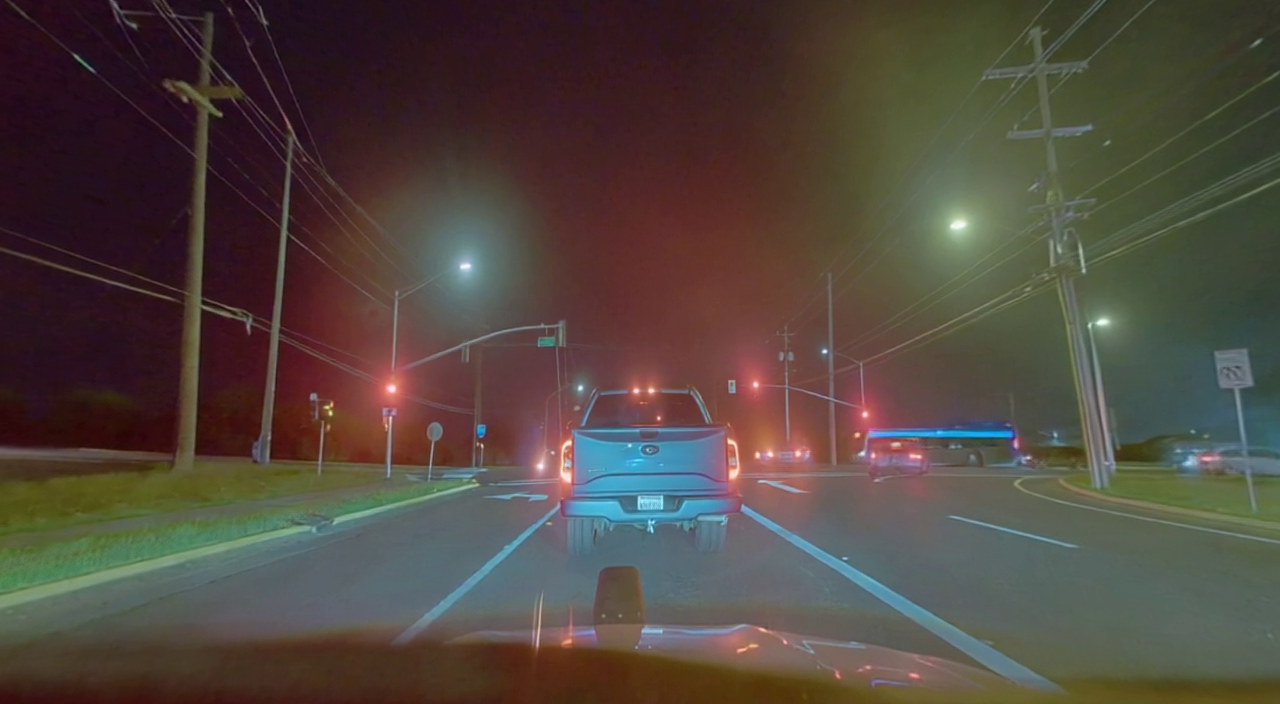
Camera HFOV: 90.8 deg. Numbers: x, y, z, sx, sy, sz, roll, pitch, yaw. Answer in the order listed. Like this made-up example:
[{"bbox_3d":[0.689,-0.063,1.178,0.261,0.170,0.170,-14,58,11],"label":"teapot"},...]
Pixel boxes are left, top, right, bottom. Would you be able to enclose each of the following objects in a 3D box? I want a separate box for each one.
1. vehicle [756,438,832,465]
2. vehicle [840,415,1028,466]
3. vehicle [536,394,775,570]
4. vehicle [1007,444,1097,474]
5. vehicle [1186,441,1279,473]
[{"bbox_3d":[11.386,7.360,46.729,5.235,1.878,2.107,-3,-9,14],"label":"vehicle"},{"bbox_3d":[19.150,5.888,41.813,10.726,3.128,3.003,-1,-8,3],"label":"vehicle"},{"bbox_3d":[0.118,1.878,10.000,2.707,1.964,5.485,0,-8,-1],"label":"vehicle"},{"bbox_3d":[29.122,7.565,44.738,5.077,2.008,1.991,1,-9,-4],"label":"vehicle"},{"bbox_3d":[30.457,5.233,31.729,4.520,1.496,2.060,1,-8,-10],"label":"vehicle"}]
